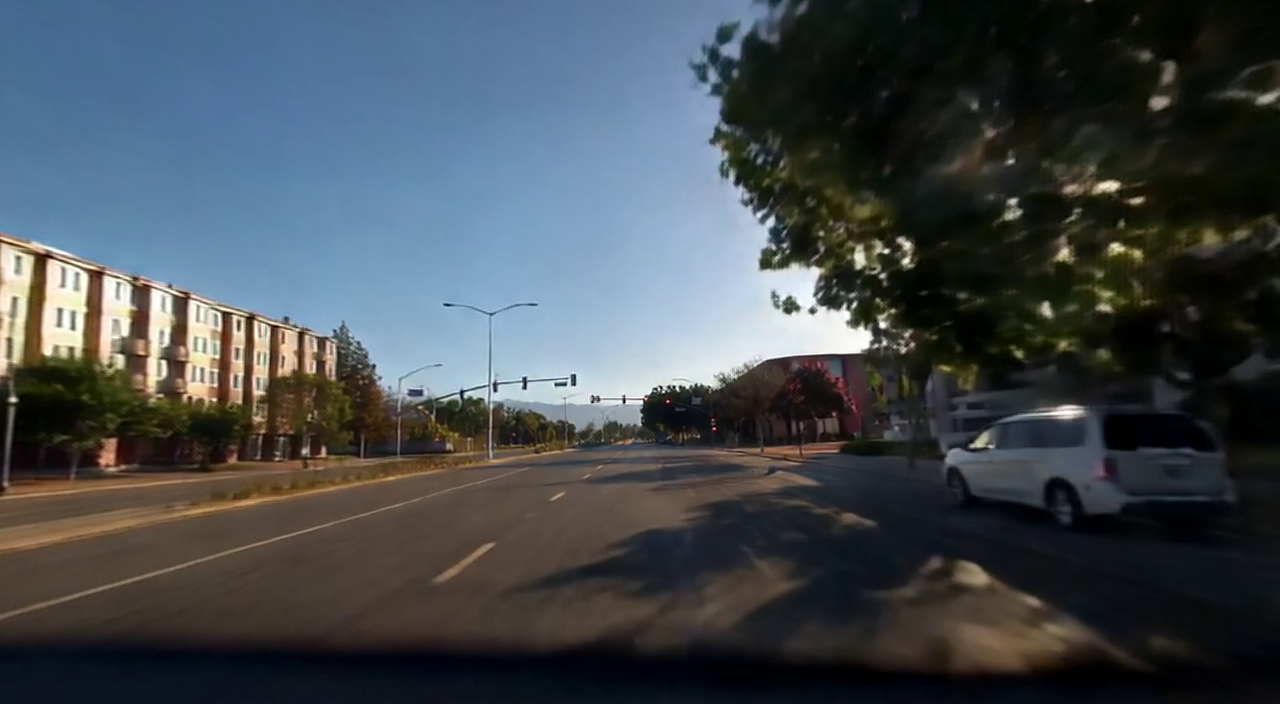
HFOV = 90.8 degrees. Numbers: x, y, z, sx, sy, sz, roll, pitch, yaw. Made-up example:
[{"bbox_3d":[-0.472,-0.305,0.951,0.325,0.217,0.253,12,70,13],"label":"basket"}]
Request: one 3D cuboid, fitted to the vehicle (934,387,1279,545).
[{"bbox_3d":[7.422,1.781,10.499,2.234,1.880,5.812,0,-8,-1],"label":"vehicle"}]
